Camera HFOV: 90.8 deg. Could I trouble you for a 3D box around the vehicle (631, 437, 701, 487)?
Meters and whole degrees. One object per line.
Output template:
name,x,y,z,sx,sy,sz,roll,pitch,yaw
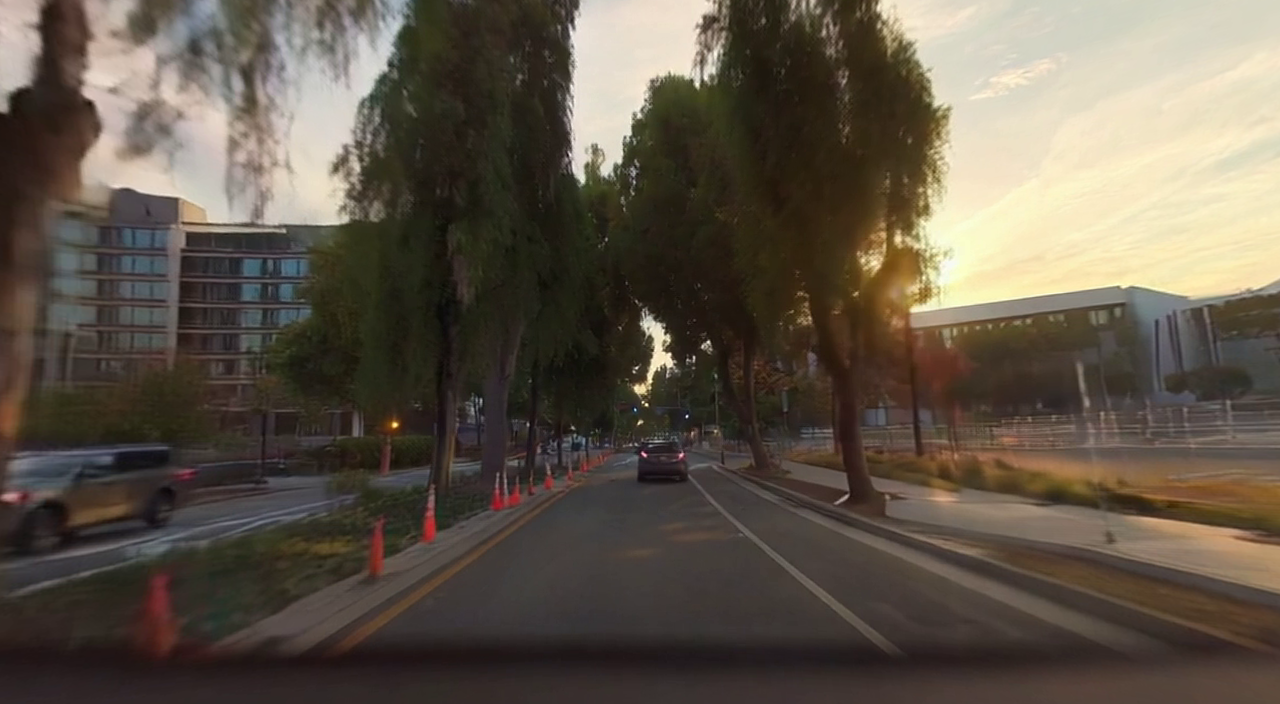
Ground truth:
vehicle,0.870,3.667,21.393,2.114,1.493,4.430,0,-8,2

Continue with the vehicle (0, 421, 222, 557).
vehicle,-11.135,2.481,12.168,2.349,2.106,5.464,0,-8,0
